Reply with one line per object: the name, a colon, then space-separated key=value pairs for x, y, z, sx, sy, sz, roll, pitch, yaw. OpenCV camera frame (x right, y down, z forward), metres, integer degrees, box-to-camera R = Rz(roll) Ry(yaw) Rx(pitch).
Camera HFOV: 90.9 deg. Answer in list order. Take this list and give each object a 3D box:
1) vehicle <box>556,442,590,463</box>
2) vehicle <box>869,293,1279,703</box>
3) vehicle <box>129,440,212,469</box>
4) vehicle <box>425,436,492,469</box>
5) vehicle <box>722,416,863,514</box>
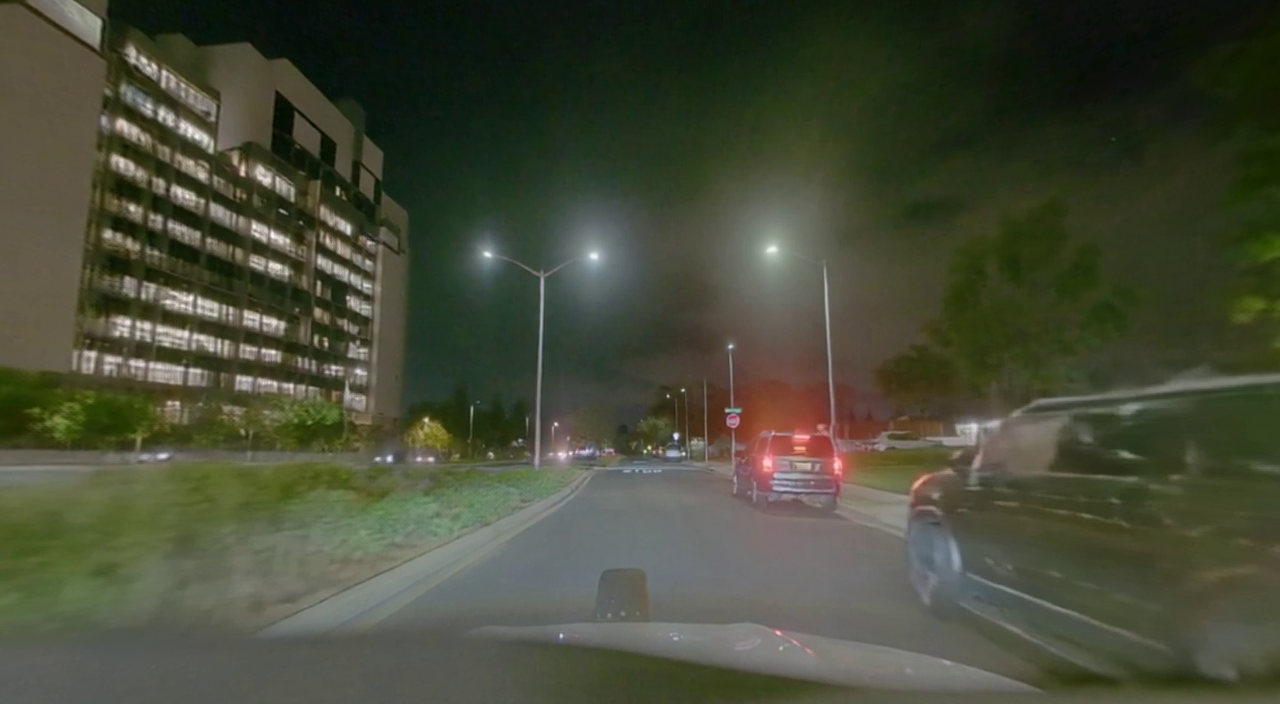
vehicle: x=-5.059 y=7.660 z=48.130 sx=1.881 sy=1.497 sz=4.071 roll=-1 pitch=-9 yaw=5
vehicle: x=3.110 y=0.859 z=3.020 sx=2.150 sy=1.770 sz=4.801 roll=0 pitch=-9 yaw=-1
vehicle: x=-29.509 y=6.442 z=39.801 sx=1.815 sy=1.720 sz=4.395 roll=0 pitch=-8 yaw=0
vehicle: x=-9.111 y=5.085 z=31.990 sx=2.024 sy=1.532 sz=3.863 roll=-1 pitch=-9 yaw=4
vehicle: x=3.219 y=2.503 z=14.342 sx=2.067 sy=1.846 sz=4.384 roll=0 pitch=-9 yaw=0
